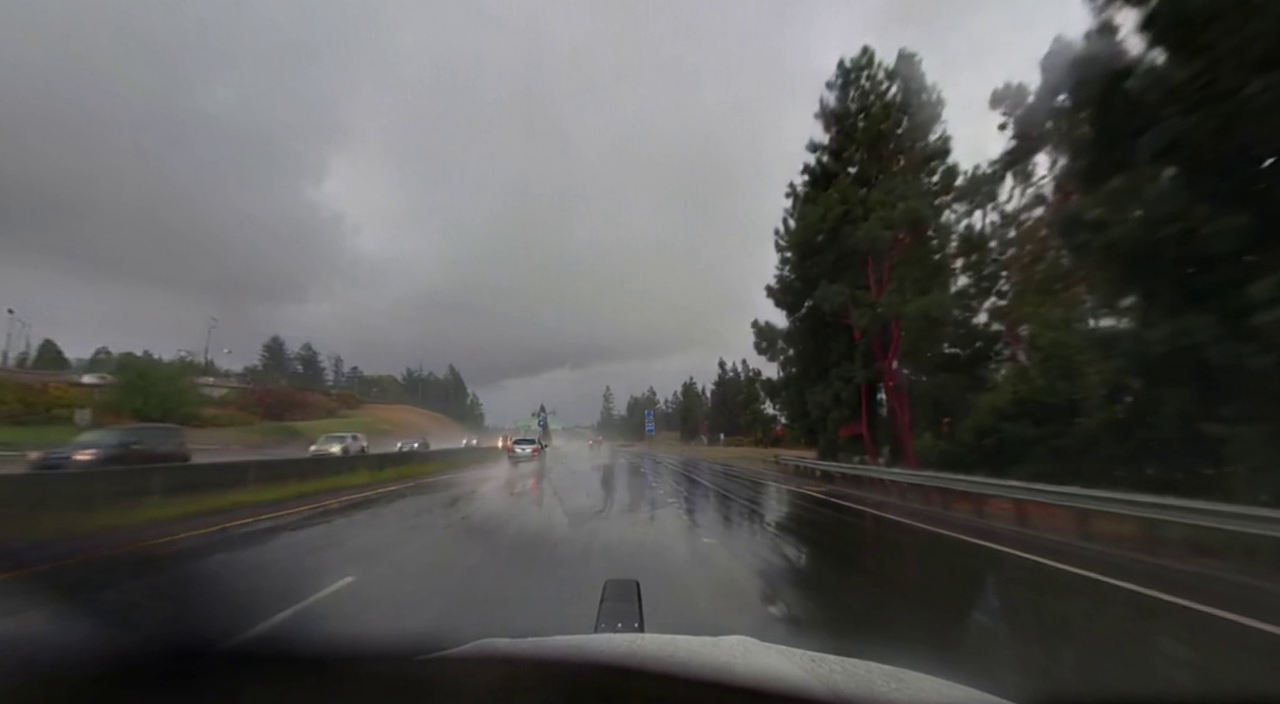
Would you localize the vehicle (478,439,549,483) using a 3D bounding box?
[{"bbox_3d":[-4.406,3.831,22.502,1.874,1.369,3.875,0,-8,-2],"label":"vehicle"}]

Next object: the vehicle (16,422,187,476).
[{"bbox_3d":[-17.393,3.144,20.696,2.029,1.579,4.139,0,-8,-2],"label":"vehicle"}]

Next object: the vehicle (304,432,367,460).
[{"bbox_3d":[-17.355,5.356,36.130,1.780,1.474,3.845,0,-8,-3],"label":"vehicle"}]
